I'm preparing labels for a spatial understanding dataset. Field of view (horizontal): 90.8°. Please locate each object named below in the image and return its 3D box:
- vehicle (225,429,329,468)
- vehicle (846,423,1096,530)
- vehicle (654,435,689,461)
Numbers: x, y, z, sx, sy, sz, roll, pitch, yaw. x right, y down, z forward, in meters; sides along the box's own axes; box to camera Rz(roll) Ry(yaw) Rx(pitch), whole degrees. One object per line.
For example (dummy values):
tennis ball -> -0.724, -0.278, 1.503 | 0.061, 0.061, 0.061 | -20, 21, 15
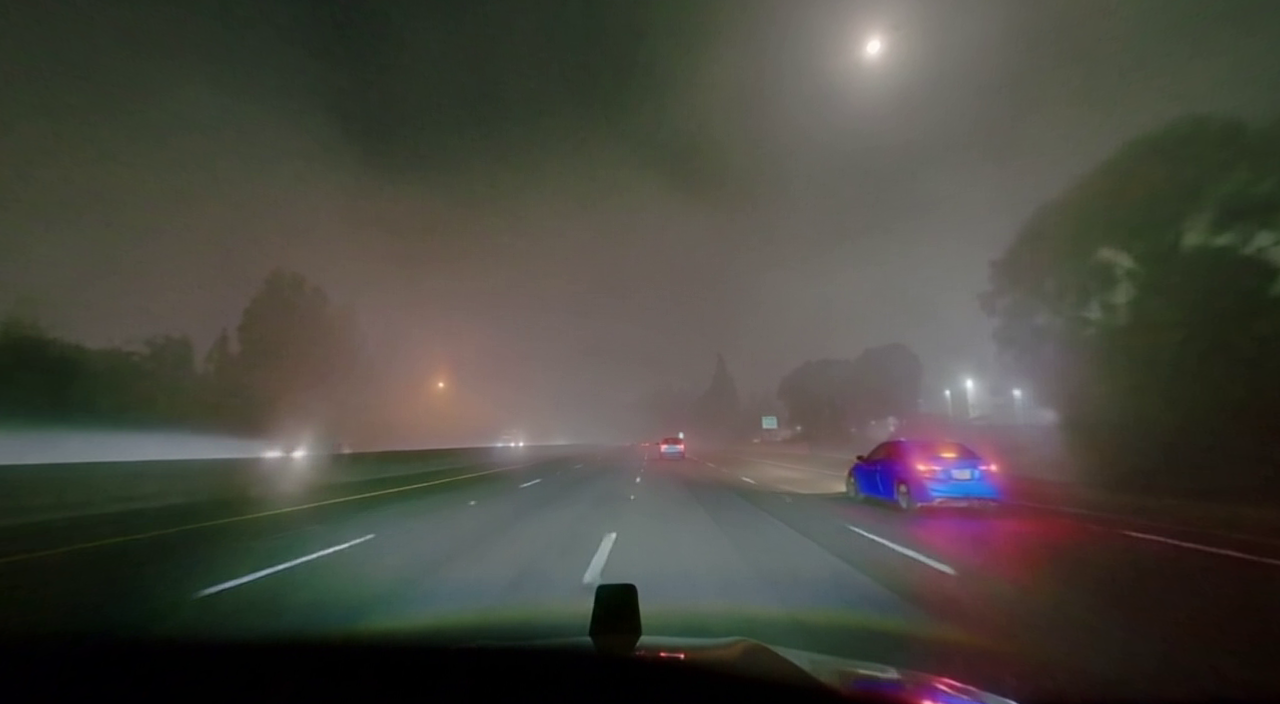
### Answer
vehicle -> -18.822, 5.037, 33.125 | 2.209, 1.844, 5.345 | 0, -9, 1
vehicle -> 5.551, 2.149, 11.502 | 2.029, 1.528, 4.644 | 0, -9, 0
vehicle -> 2.113, 6.637, 43.888 | 2.127, 1.692, 4.382 | 0, -9, -1
